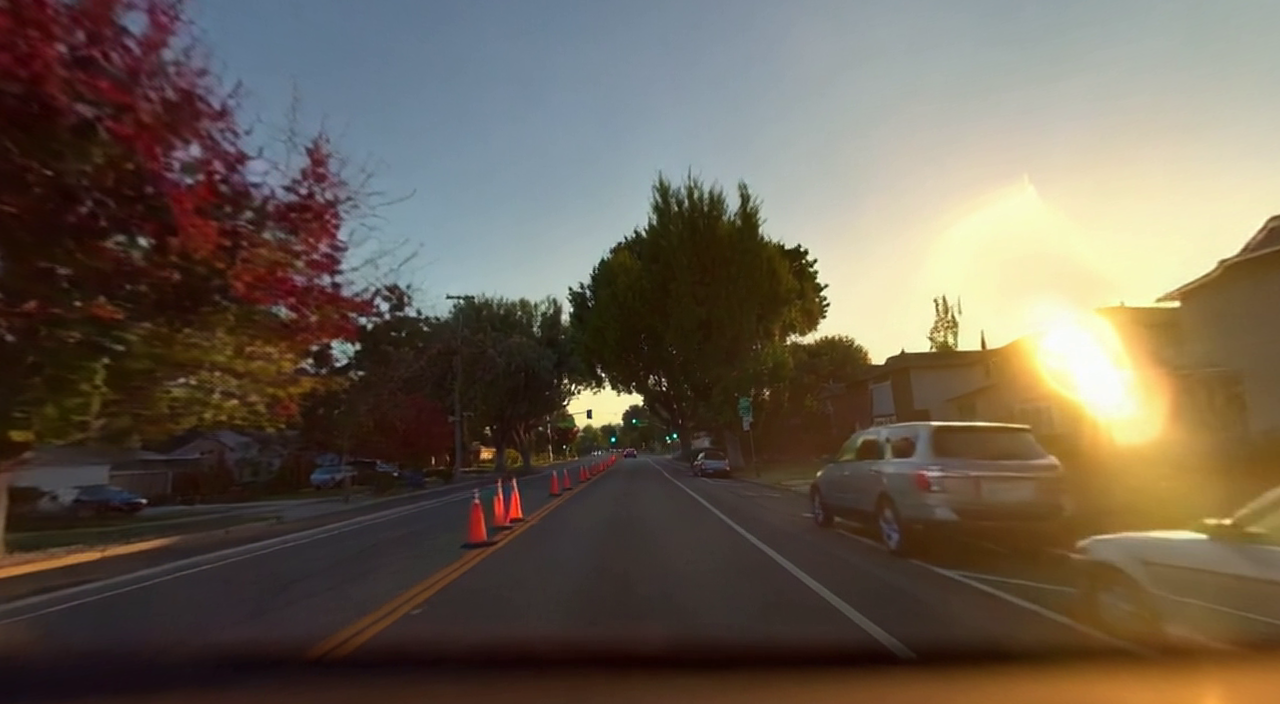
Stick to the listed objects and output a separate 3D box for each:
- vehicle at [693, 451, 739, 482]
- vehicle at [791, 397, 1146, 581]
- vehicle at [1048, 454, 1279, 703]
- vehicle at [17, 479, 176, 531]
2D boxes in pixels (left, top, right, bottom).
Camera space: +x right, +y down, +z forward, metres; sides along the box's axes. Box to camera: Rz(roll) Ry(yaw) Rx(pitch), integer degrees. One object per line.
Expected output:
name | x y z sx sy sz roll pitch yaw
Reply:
vehicle | 3.835 5.854 32.584 1.870 1.441 4.539 -1 -9 1
vehicle | 4.097 1.833 9.239 2.255 1.914 4.967 0 -9 -3
vehicle | 4.151 1.100 2.521 1.928 1.333 4.586 0 -9 -1
vehicle | -20.282 5.706 23.970 2.015 1.444 4.958 -1 -9 -6
